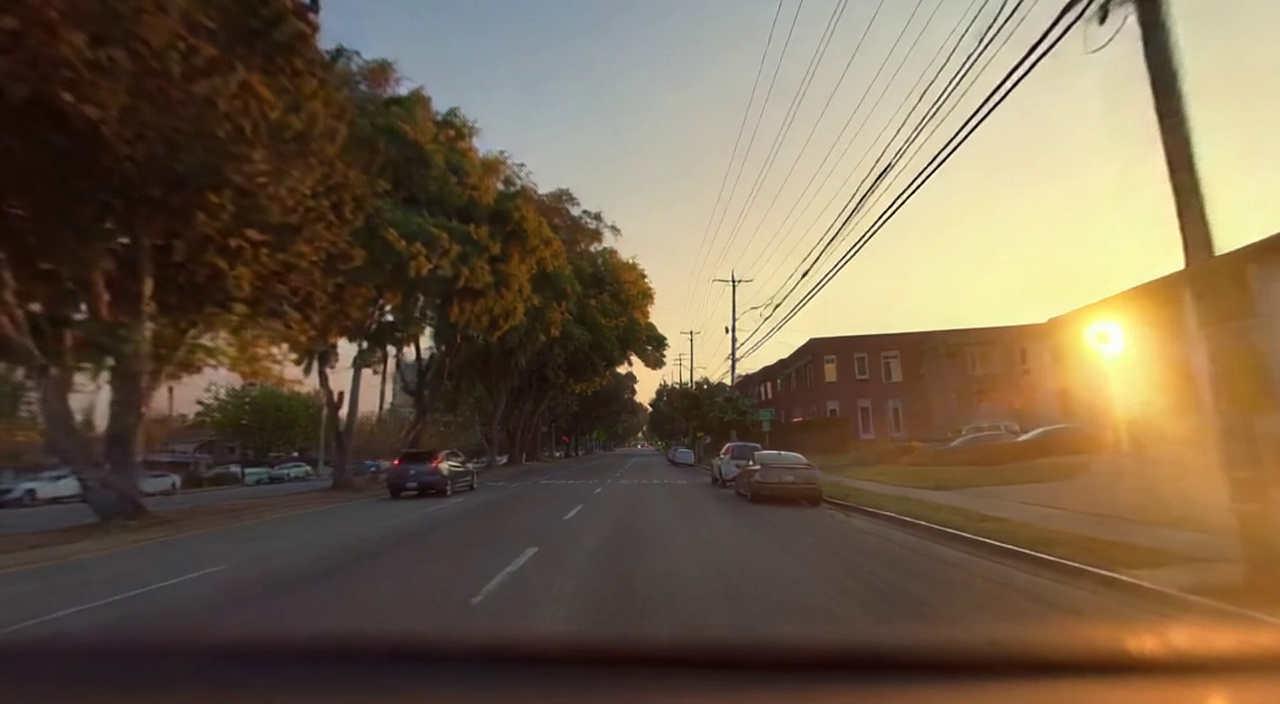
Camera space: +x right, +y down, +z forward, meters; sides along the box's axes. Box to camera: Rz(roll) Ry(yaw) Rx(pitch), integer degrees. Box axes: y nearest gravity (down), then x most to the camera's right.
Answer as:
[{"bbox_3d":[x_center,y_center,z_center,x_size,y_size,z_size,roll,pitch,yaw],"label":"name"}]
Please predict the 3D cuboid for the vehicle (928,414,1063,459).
[{"bbox_3d":[23.016,5.525,41.145,6.917,2.731,2.901,0,-8,1],"label":"vehicle"}]

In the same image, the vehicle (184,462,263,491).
[{"bbox_3d":[-25.664,7.646,39.048,1.926,1.557,4.385,0,-8,-1],"label":"vehicle"}]

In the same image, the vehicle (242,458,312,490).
[{"bbox_3d":[-25.515,8.569,44.551,2.132,1.492,4.734,-4,-4,1],"label":"vehicle"}]

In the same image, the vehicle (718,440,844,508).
[{"bbox_3d":[3.467,3.094,16.575,2.259,1.500,4.474,0,-8,0],"label":"vehicle"}]

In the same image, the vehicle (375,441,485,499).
[{"bbox_3d":[-6.671,3.765,20.622,2.000,1.671,4.497,0,-8,1],"label":"vehicle"}]

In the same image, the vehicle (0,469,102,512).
[{"bbox_3d":[-25.719,5.773,26.578,1.883,1.451,4.676,-1,-8,1],"label":"vehicle"}]

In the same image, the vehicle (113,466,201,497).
[{"bbox_3d":[-25.722,6.883,33.752,1.706,1.435,3.899,0,-8,-2],"label":"vehicle"}]
